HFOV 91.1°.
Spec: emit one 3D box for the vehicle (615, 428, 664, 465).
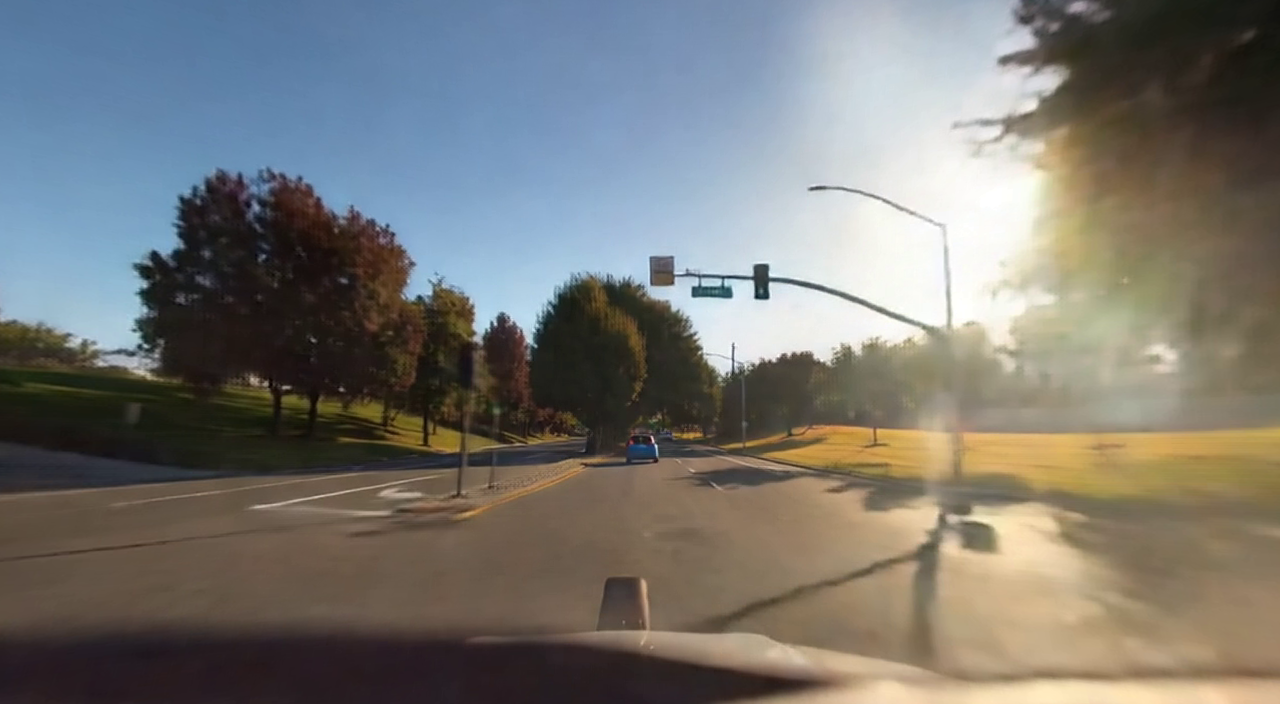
[{"bbox_3d":[-0.019,4.710,31.345,2.256,1.734,4.176,0,-8,0],"label":"vehicle"}]
